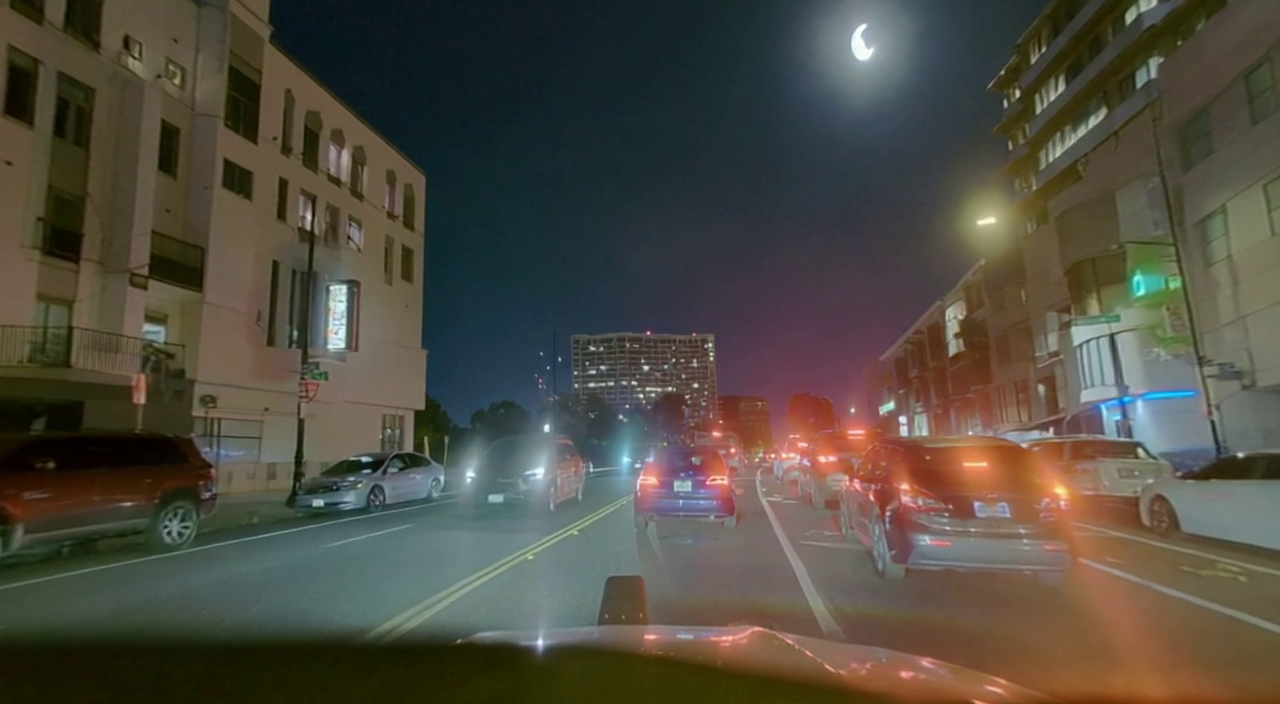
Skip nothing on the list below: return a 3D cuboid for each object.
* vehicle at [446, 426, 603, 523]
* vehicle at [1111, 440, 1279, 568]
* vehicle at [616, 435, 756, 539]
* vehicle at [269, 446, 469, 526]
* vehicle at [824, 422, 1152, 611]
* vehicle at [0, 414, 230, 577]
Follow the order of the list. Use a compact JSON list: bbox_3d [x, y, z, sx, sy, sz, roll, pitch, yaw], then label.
[{"bbox_3d":[-2.270,2.562,13.817,2.030,1.730,4.453,-1,-8,8],"label":"vehicle"},{"bbox_3d":[8.622,1.908,8.205,1.901,1.500,4.729,-1,-8,9],"label":"vehicle"},{"bbox_3d":[0.927,2.232,11.086,2.031,1.461,3.763,-1,-8,9],"label":"vehicle"},{"bbox_3d":[-5.899,2.916,14.440,1.928,1.503,4.322,-2,-9,13],"label":"vehicle"},{"bbox_3d":[3.466,1.656,7.362,1.982,1.510,4.144,-1,-8,9],"label":"vehicle"},{"bbox_3d":[-7.860,1.829,7.943,1.934,1.770,4.546,-9,-9,8],"label":"vehicle"}]
